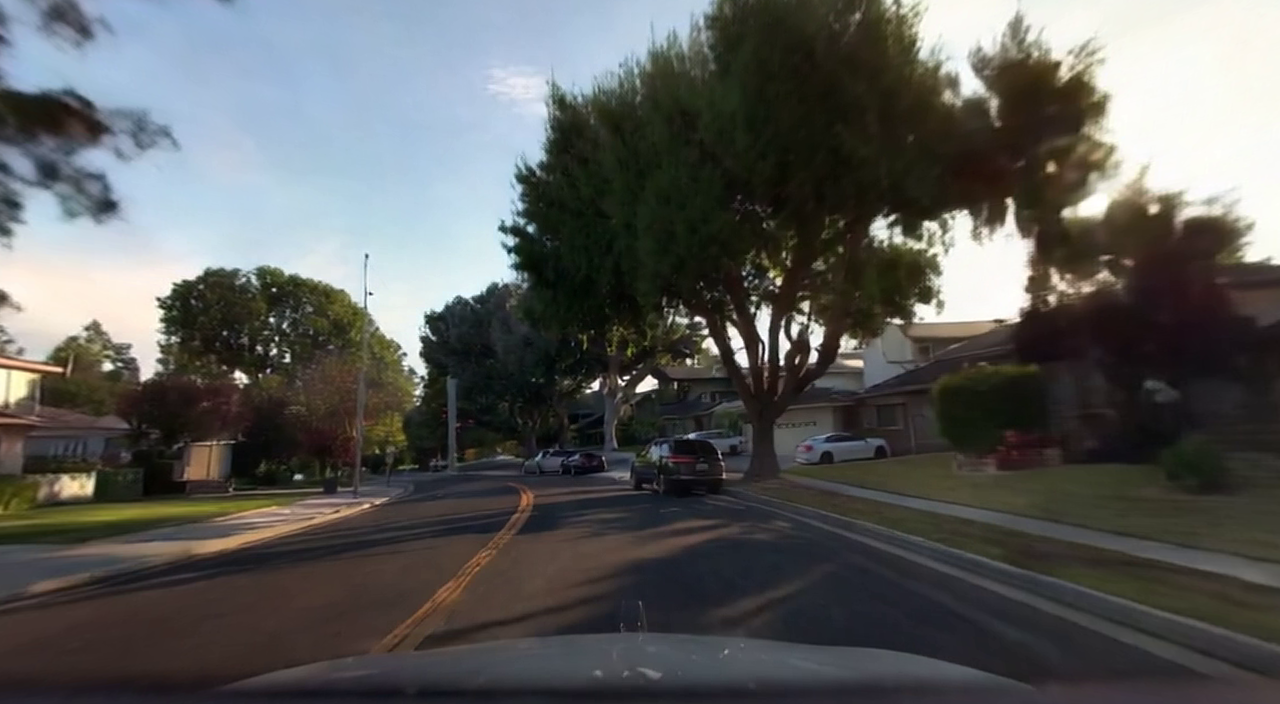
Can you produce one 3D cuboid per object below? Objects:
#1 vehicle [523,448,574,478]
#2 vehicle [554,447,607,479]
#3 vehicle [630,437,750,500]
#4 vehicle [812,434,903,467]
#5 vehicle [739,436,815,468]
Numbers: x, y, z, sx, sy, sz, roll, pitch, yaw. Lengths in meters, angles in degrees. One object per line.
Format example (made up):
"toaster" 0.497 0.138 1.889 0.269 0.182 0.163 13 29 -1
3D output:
"vehicle" -6.414 7.617 43.601 2.180 1.849 5.423 3 -9 -22
"vehicle" -3.540 6.360 36.632 1.965 1.663 4.744 2 -9 -19
"vehicle" 1.209 3.227 18.081 2.181 1.494 5.023 1 -8 -11
"vehicle" 10.521 4.722 30.450 4.253 1.458 1.900 5 -10 -35
"vehicle" 7.555 5.444 34.657 4.157 1.431 1.753 3 -8 -38
